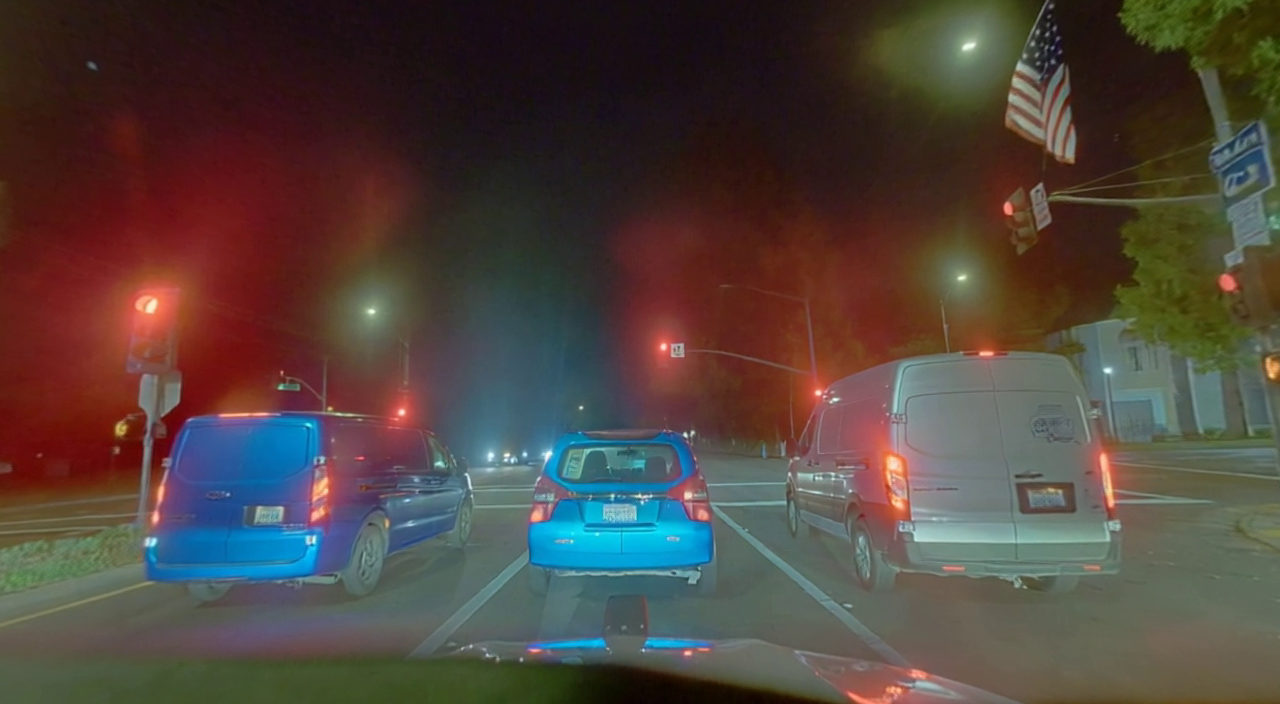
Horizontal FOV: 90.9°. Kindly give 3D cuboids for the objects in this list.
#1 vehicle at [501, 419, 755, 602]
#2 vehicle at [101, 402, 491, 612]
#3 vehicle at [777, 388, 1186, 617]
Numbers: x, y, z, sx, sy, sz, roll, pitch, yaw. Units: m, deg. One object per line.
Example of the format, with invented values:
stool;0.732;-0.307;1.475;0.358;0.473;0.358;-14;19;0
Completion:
vehicle;-0.139;1.622;7.351;2.098;1.494;4.118;0;-9;-1
vehicle;-3.294;1.559;7.195;2.024;1.677;3.998;-1;-9;3
vehicle;3.100;1.483;7.117;2.178;1.746;4.400;0;-9;1
